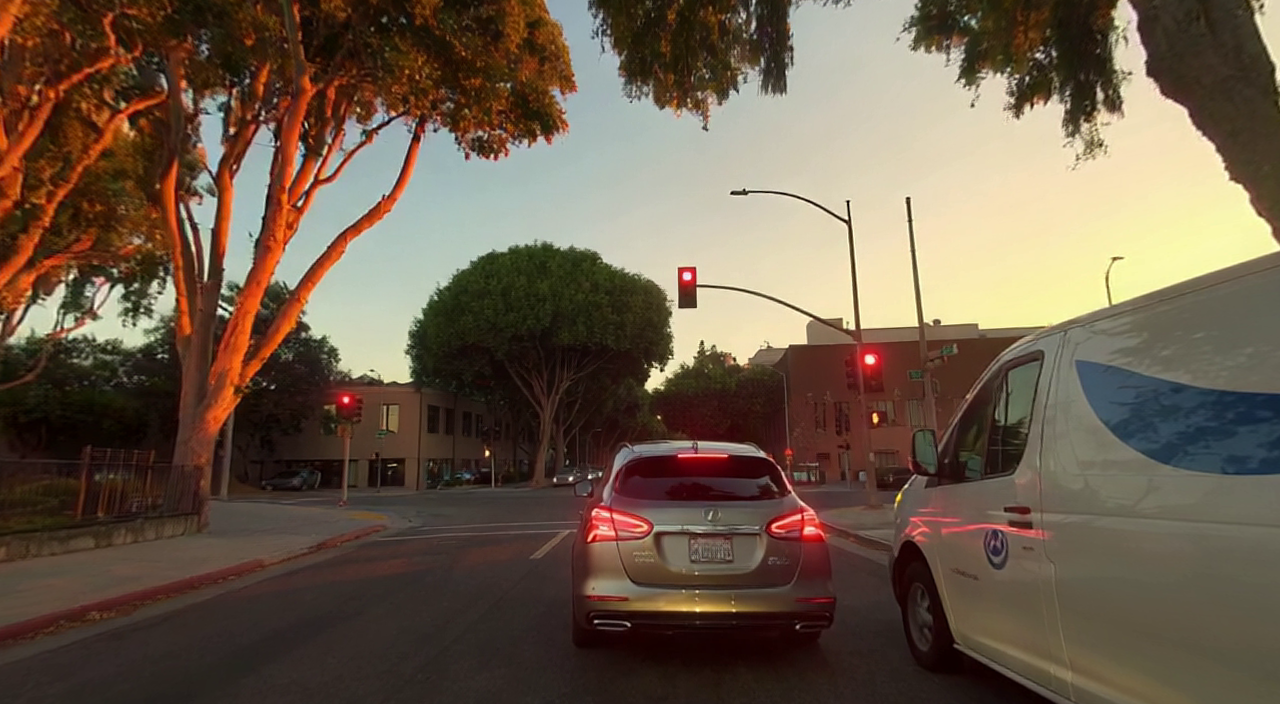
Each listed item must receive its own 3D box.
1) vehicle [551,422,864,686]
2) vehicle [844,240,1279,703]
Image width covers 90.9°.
[{"bbox_3d":[0.384,1.613,5.860,1.961,1.629,3.610,1,-11,-2],"label":"vehicle"},{"bbox_3d":[2.852,0.883,2.873,2.054,1.965,5.248,1,-11,0],"label":"vehicle"}]
